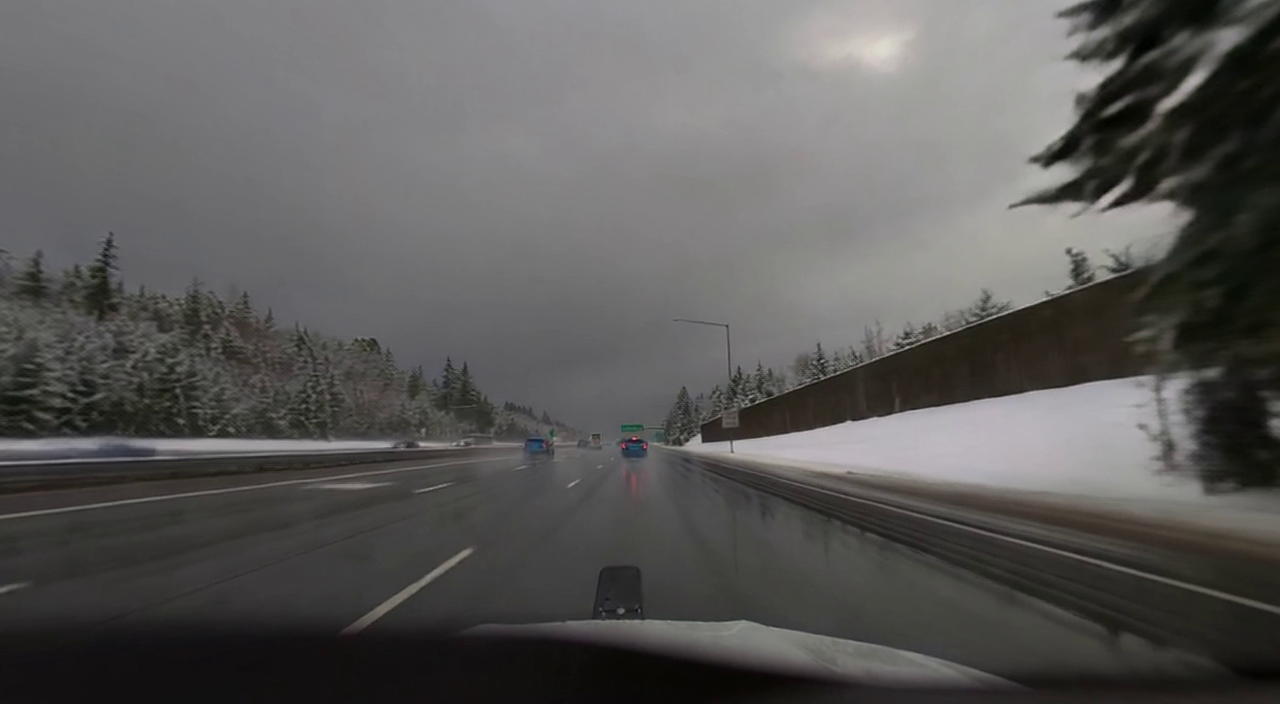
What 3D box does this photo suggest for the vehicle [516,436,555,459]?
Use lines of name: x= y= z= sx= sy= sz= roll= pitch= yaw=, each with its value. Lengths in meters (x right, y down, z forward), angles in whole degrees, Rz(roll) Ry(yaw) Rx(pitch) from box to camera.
vehicle: x=-7.513 y=6.962 z=45.872 sx=2.019 sy=1.523 sz=4.396 roll=0 pitch=-8 yaw=1

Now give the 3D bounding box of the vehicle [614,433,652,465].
vehicle: x=-0.383 y=5.691 z=36.987 sx=2.141 sy=1.706 sz=4.065 roll=0 pitch=-8 yaw=0
